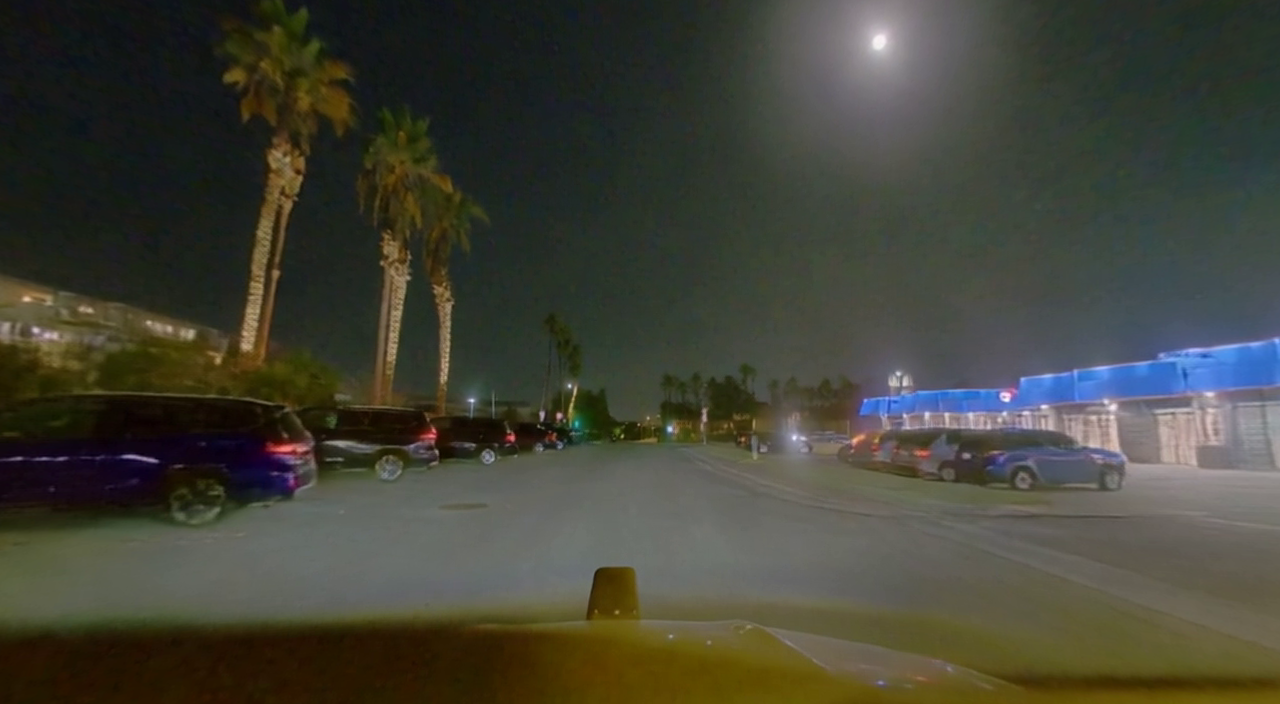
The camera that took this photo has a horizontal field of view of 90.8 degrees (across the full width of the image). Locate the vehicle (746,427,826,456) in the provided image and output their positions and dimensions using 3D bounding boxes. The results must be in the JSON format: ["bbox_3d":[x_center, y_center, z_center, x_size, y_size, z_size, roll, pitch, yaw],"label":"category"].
[{"bbox_3d":[9.356,5.778,40.534,4.758,1.759,2.068,5,-10,-27],"label":"vehicle"}]

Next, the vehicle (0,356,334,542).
[{"bbox_3d":[-6.631,1.120,7.461,5.210,1.834,2.281,4,-9,-29],"label":"vehicle"}]

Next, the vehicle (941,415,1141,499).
[{"bbox_3d":[9.757,2.501,15.353,4.509,1.759,2.077,5,-9,-29],"label":"vehicle"}]
